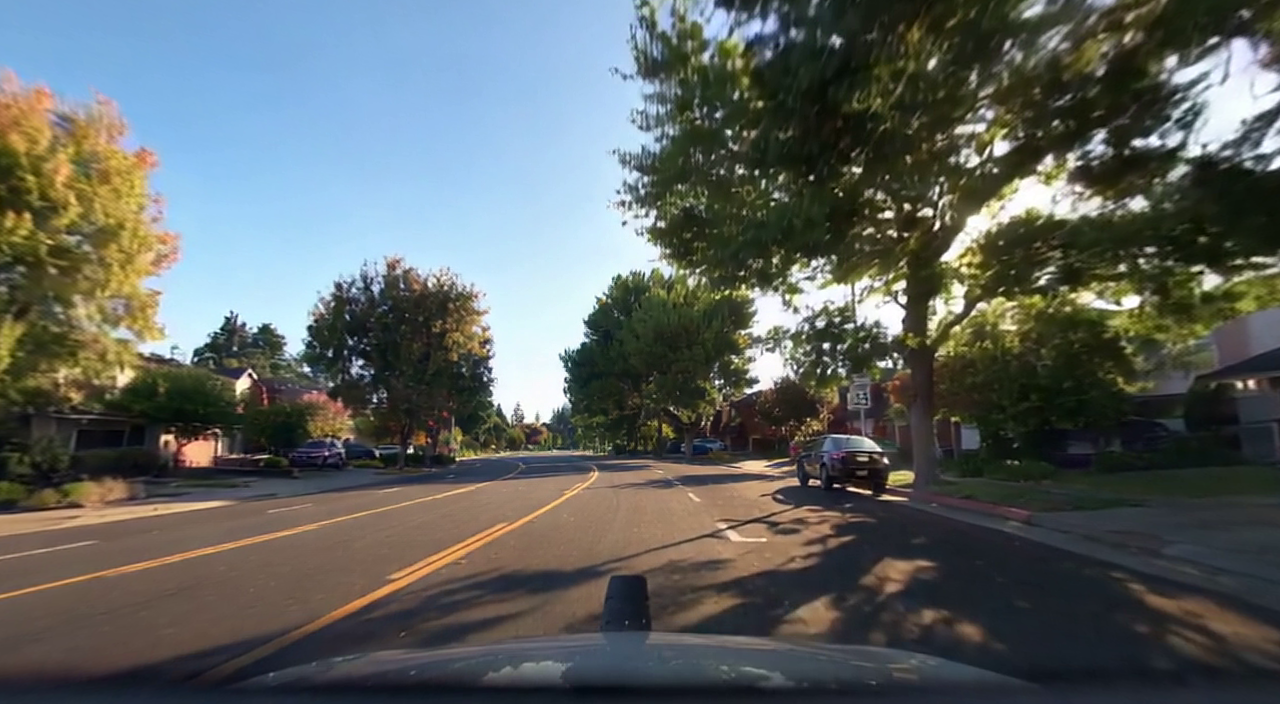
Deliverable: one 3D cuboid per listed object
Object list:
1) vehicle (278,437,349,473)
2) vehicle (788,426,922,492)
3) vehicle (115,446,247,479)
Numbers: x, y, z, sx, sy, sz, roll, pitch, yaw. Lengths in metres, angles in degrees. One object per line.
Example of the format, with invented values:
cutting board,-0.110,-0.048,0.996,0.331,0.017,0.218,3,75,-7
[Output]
vehicle,-18.717,5.915,36.395,2.077,1.948,4.705,1,-8,-7
vehicle,6.747,3.420,20.492,2.315,1.869,4.678,1,-8,-6
vehicle,-21.293,5.109,29.351,4.654,1.442,2.155,-1,-8,7
